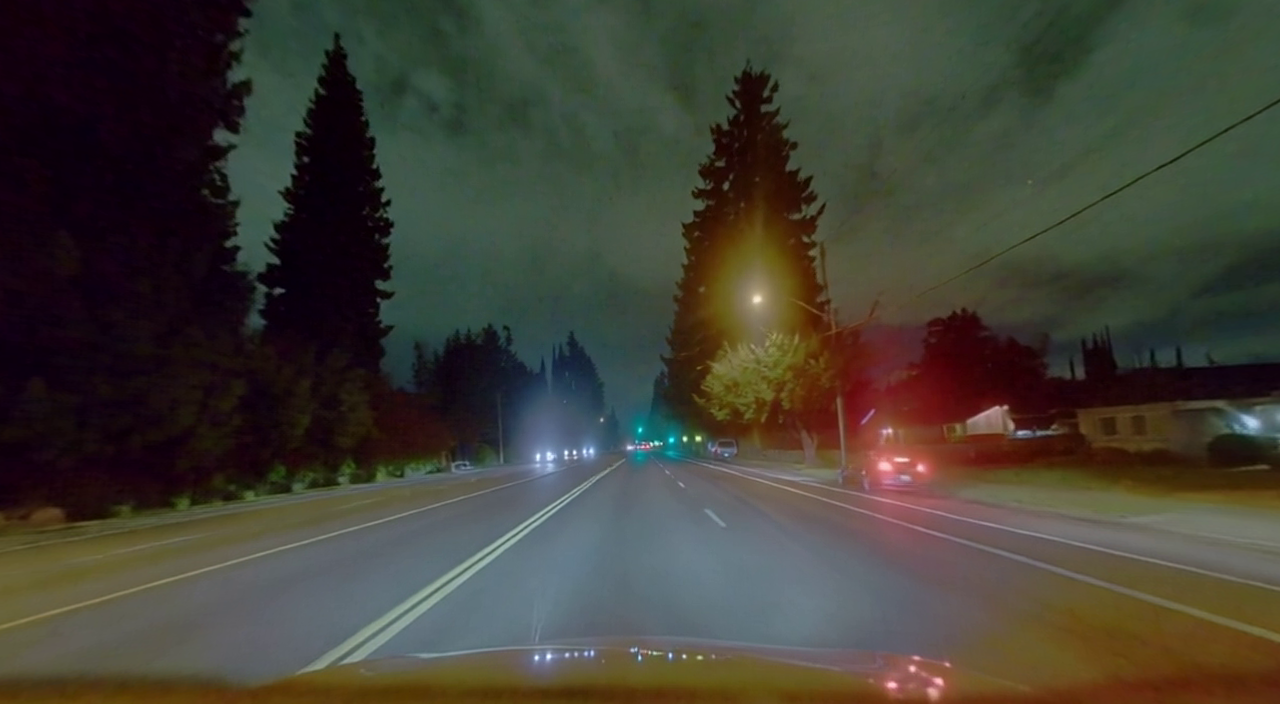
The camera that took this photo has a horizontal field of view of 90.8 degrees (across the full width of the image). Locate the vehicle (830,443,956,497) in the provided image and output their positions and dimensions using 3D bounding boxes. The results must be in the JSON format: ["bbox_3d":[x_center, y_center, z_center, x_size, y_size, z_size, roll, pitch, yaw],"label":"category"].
[{"bbox_3d":[7.613,3.588,19.618,1.967,1.449,4.645,0,-9,0],"label":"vehicle"}]
